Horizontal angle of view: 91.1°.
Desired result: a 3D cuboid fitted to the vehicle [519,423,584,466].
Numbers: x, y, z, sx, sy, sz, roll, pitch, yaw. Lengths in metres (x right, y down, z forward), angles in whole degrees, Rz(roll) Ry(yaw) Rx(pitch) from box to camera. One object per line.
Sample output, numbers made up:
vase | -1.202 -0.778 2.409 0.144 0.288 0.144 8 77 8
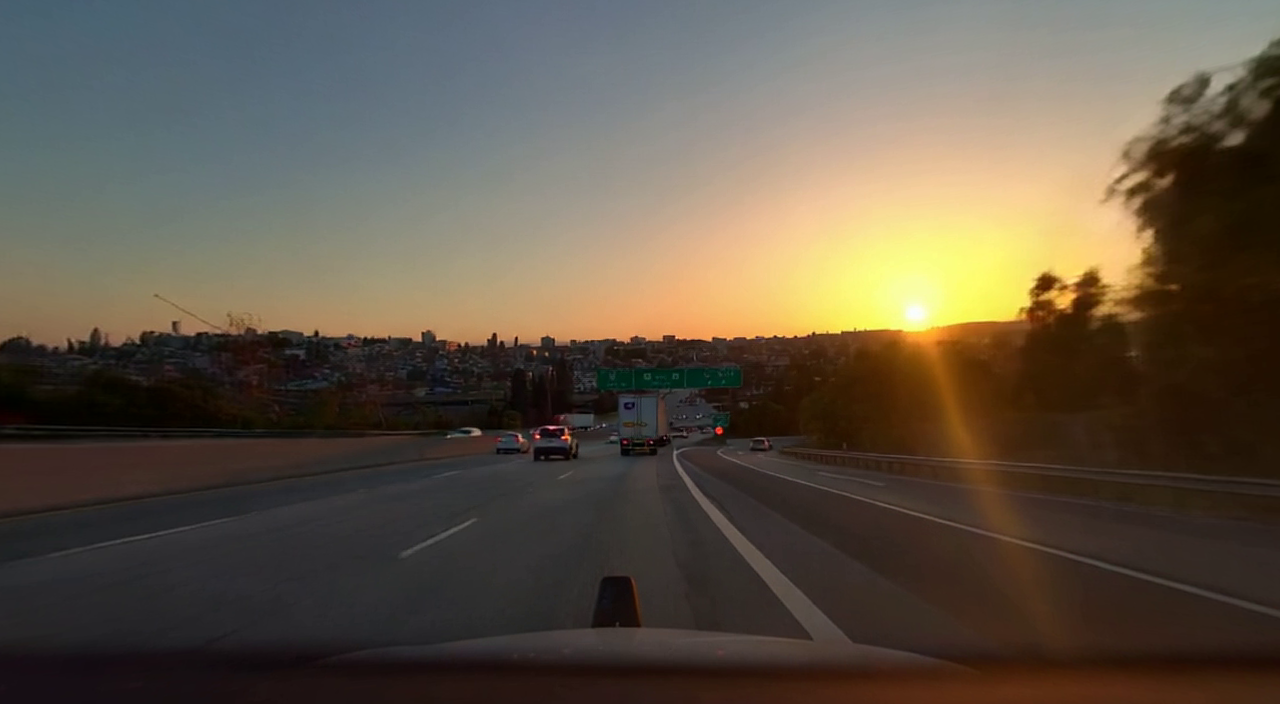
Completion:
vehicle | -3.874 4.160 28.435 2.119 1.787 4.655 0 -8 2

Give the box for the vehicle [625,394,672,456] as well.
vehicle | 0.621 5.483 46.189 3.024 4.019 10.605 0 -8 1

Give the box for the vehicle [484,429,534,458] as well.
vehicle | -7.286 5.118 35.307 1.845 1.493 3.799 0 -8 2
